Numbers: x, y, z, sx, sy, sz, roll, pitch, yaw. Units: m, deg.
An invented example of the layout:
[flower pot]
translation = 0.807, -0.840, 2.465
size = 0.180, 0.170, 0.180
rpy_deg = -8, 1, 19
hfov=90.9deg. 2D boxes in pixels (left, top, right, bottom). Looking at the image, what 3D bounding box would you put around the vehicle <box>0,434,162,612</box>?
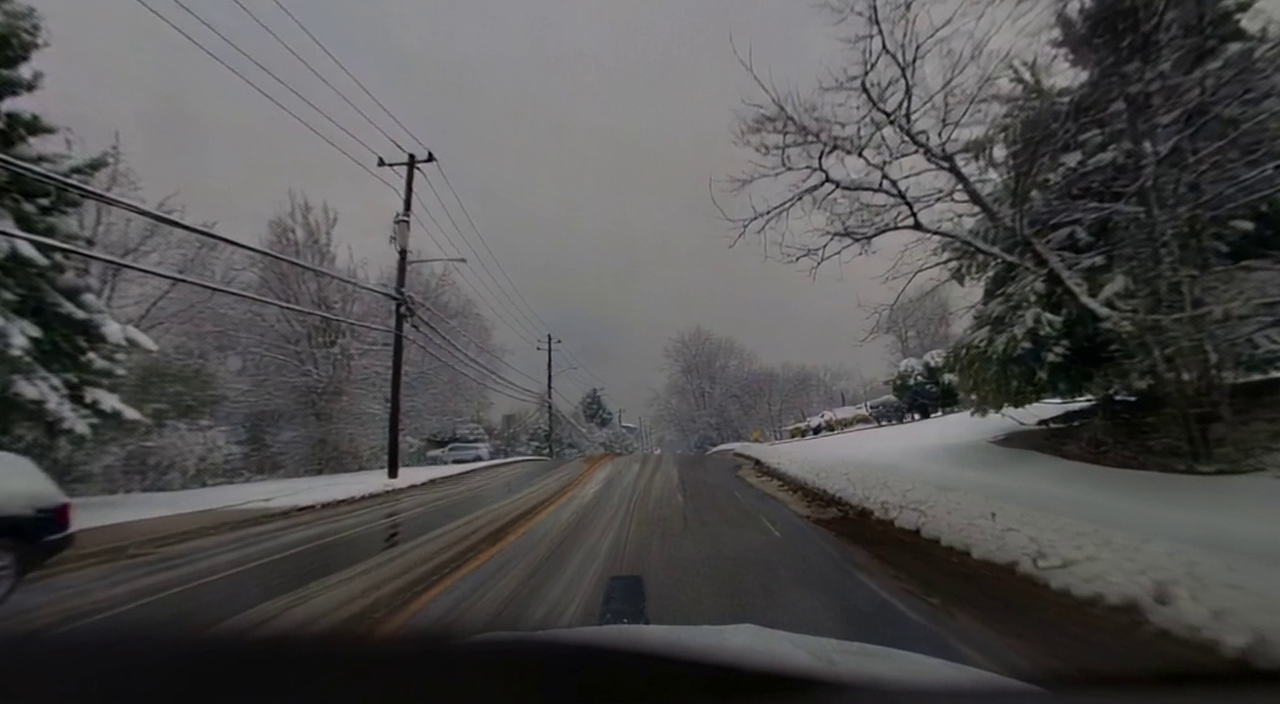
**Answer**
[vehicle]
translation = -6.801, 1.440, 4.894
size = 2.032, 1.595, 5.289
rpy_deg = 0, -8, 0
